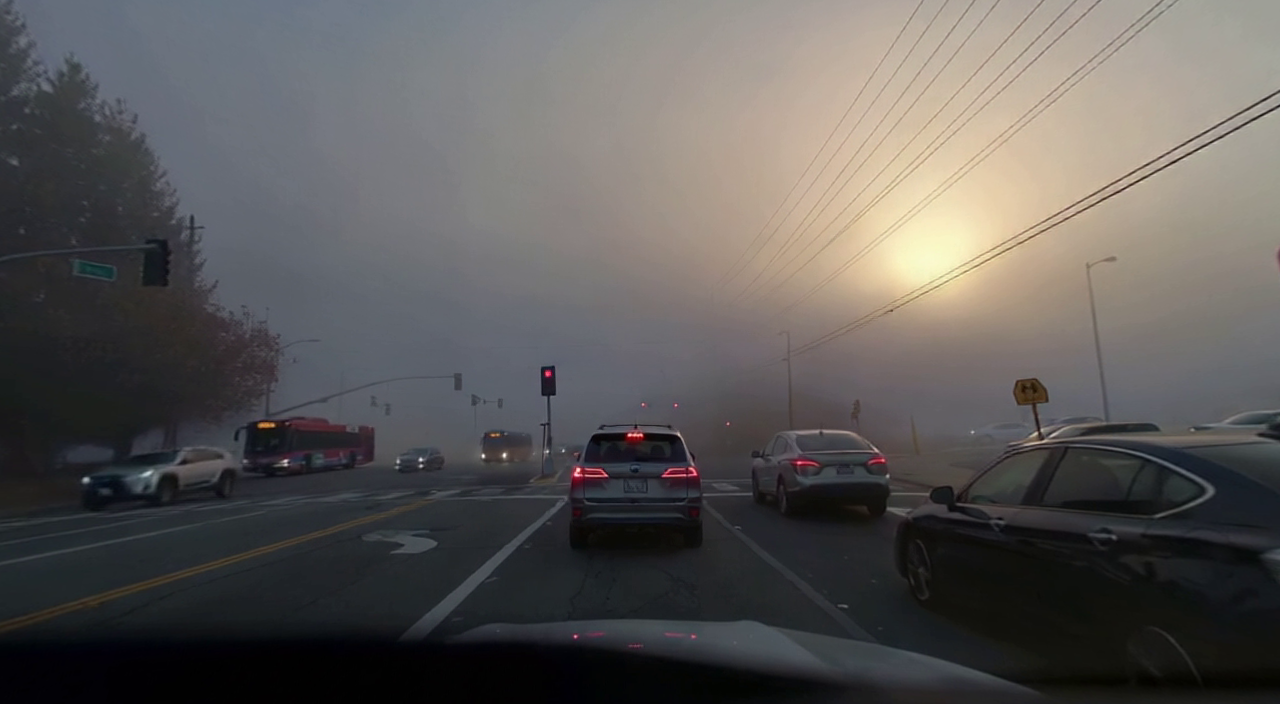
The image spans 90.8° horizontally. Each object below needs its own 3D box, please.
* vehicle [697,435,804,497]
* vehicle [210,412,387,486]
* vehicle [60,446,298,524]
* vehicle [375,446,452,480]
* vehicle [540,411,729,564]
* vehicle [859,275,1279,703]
[{"bbox_3d":[2.884,3.094,17.574,2.040,1.481,4.407,0,-9,-2],"label":"vehicle"},{"bbox_3d":[-18.695,5.523,36.274,3.010,3.475,12.655,0,-9,1],"label":"vehicle"},{"bbox_3d":[-10.360,2.972,14.808,2.030,1.498,4.690,0,-9,0],"label":"vehicle"},{"bbox_3d":[-10.592,5.197,29.917,1.976,1.483,4.630,0,-9,0],"label":"vehicle"},{"bbox_3d":[-0.109,1.806,9.112,2.087,1.677,4.053,0,-9,-2],"label":"vehicle"},{"bbox_3d":[3.084,0.904,3.643,2.049,1.813,4.245,0,-9,-1],"label":"vehicle"}]
